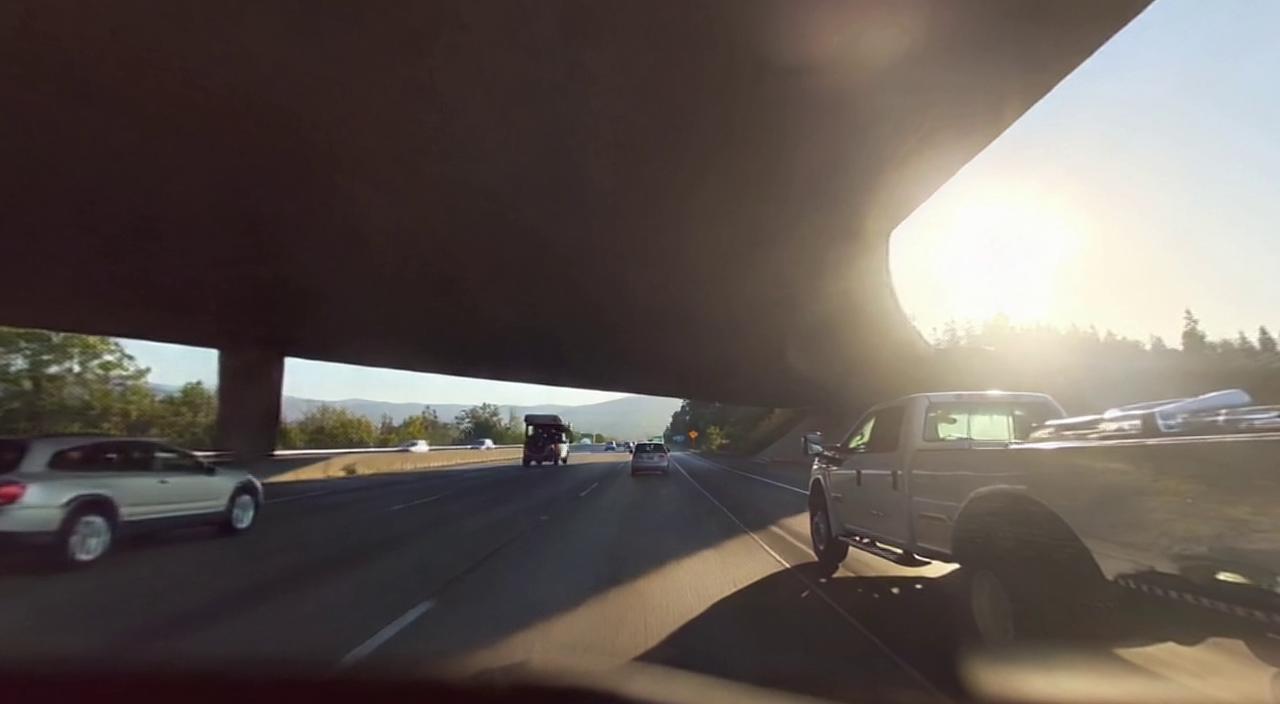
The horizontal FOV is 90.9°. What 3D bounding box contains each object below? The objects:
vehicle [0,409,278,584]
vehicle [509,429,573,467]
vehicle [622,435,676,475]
[{"bbox_3d":[-7.110,1.684,8.113,2.115,1.644,4.513,0,-8,1],"label":"vehicle"},{"bbox_3d":[-6.260,6.225,41.099,2.827,2.236,7.057,0,-8,2],"label":"vehicle"},{"bbox_3d":[0.431,4.749,29.317,2.336,1.722,4.212,0,-8,1],"label":"vehicle"}]
